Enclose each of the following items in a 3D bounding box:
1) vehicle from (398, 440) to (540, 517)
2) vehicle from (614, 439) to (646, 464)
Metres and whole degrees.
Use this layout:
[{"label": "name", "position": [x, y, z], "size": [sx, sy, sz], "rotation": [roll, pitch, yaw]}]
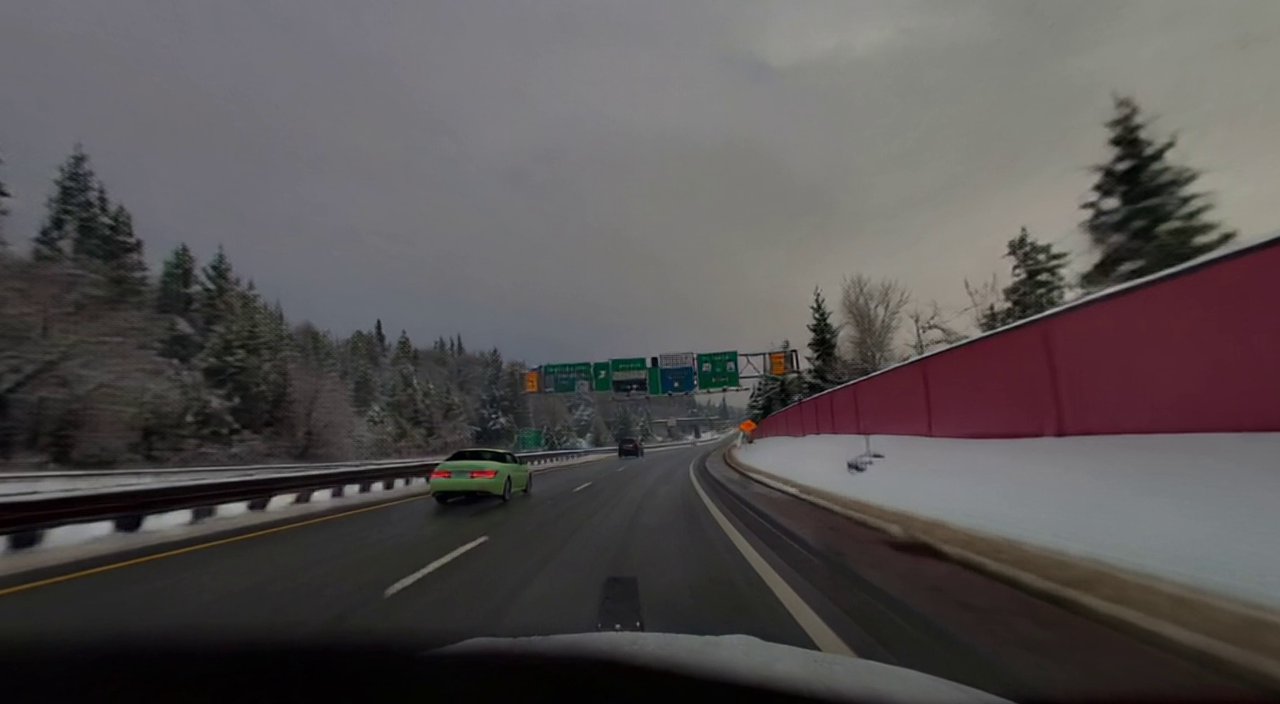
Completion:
[{"label": "vehicle", "position": [-3.536, 2.702, 13.984], "size": [1.746, 1.405, 4.339], "rotation": [-1, -9, 3]}, {"label": "vehicle", "position": [-0.681, 7.176, 45.462], "size": [1.833, 1.697, 3.984], "rotation": [-1, -9, 7]}]
